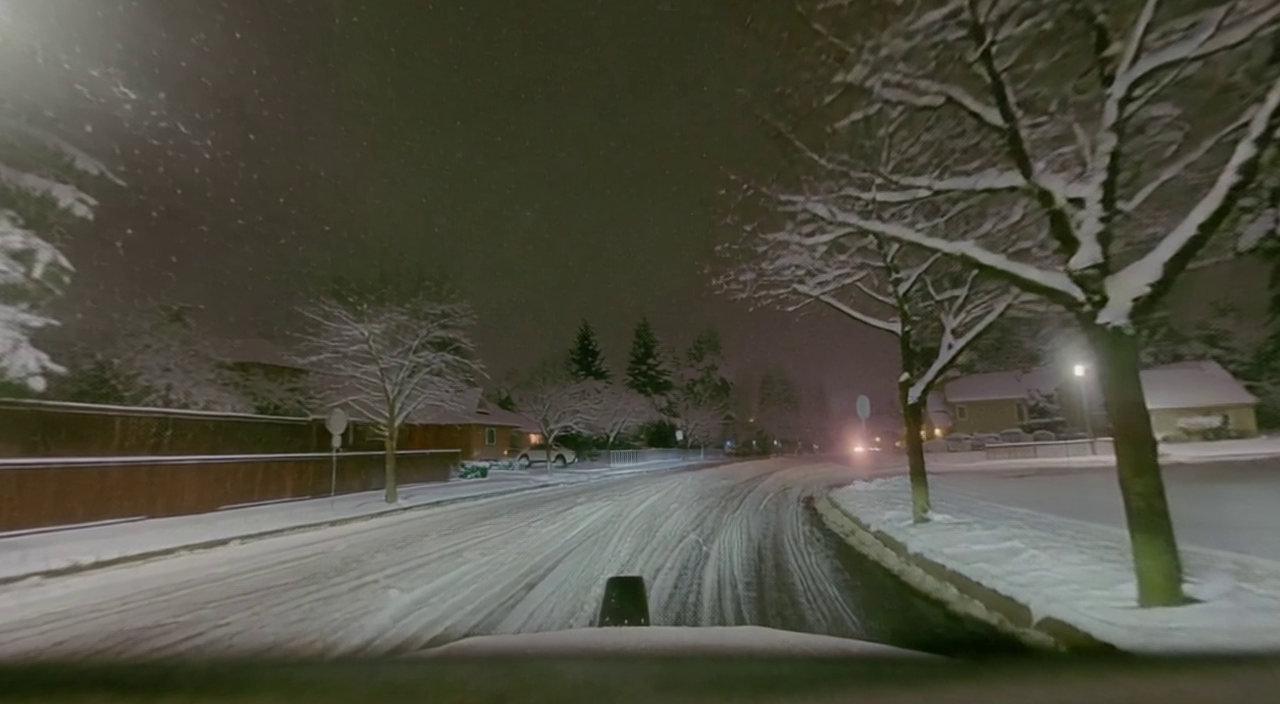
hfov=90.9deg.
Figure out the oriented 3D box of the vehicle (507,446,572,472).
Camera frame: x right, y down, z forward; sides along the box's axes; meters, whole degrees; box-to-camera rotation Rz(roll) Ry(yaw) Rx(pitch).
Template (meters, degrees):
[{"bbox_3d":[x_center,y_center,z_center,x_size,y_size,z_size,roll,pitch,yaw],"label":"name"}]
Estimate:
[{"bbox_3d":[-6.765,7.250,42.904,4.252,1.681,1.854,1,-8,-7],"label":"vehicle"}]
